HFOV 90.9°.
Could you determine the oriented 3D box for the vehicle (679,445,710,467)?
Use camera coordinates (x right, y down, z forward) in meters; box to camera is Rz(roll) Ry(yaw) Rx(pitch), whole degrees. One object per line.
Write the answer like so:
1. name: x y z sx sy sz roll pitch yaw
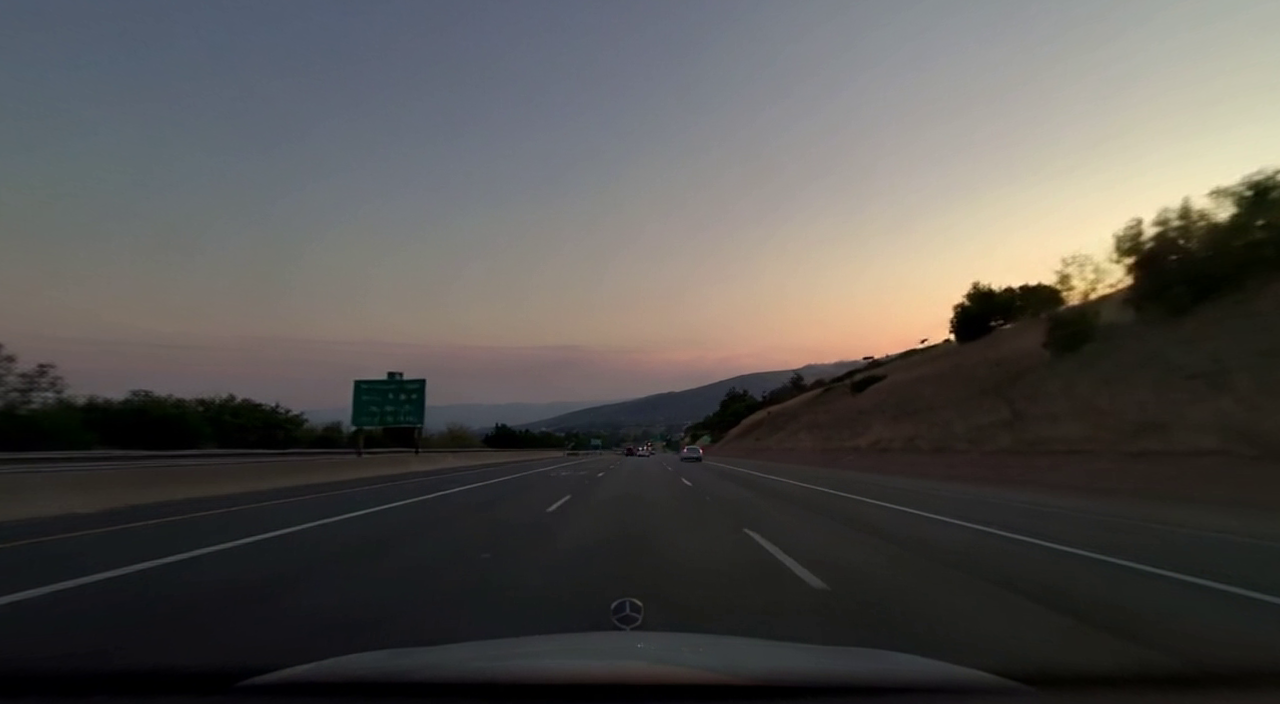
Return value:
1. vehicle: 4.040 7.754 47.326 2.003 1.520 4.058 0 -8 0
